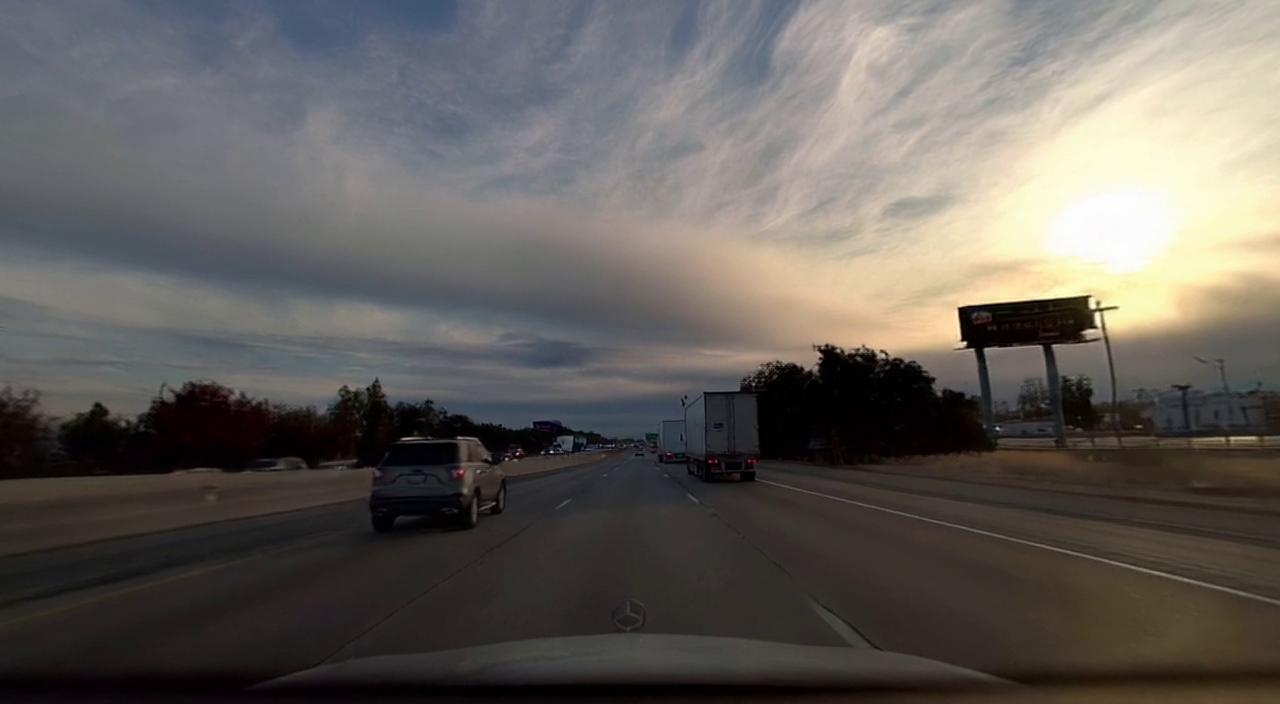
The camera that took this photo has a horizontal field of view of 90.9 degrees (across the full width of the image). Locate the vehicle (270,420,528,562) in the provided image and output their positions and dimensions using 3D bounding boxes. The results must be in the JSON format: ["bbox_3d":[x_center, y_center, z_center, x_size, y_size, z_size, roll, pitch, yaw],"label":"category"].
[{"bbox_3d":[-3.503,2.139,10.479,2.291,1.788,4.825,0,-9,1],"label":"vehicle"}]

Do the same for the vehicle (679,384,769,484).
[{"bbox_3d":[4.046,4.603,34.143,2.826,4.269,14.176,0,-9,0],"label":"vehicle"}]
